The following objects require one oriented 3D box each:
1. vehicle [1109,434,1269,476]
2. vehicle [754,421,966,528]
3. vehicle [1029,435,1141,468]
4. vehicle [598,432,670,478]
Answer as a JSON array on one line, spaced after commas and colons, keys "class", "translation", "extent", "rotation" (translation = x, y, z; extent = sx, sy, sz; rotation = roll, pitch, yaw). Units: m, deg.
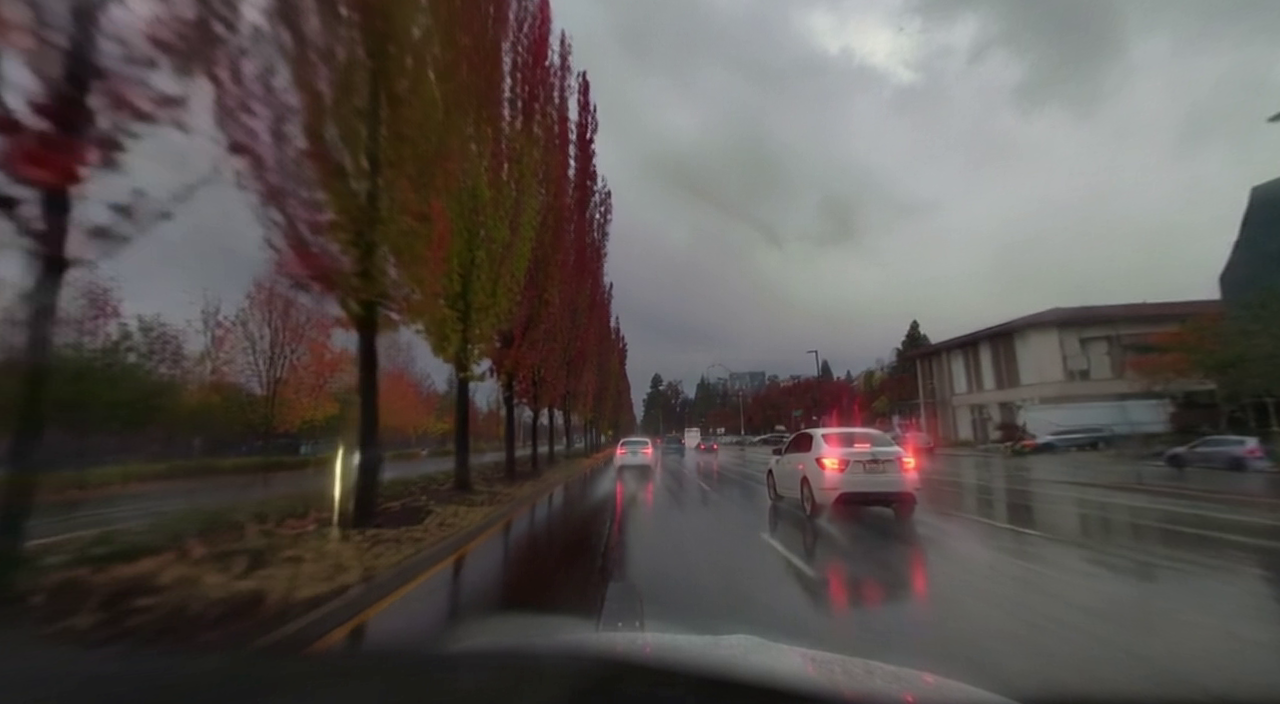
[{"class": "vehicle", "translation": [20.989, 3.960, 24.495], "extent": [1.890, 1.445, 4.805], "rotation": [0, -8, 0]}, {"class": "vehicle", "translation": [3.469, 2.028, 11.037], "extent": [2.094, 1.480, 4.323], "rotation": [0, -8, -1]}, {"class": "vehicle", "translation": [21.032, 4.717, 30.142], "extent": [1.890, 1.455, 4.592], "rotation": [0, -8, -2]}, {"class": "vehicle", "translation": [-0.202, 3.605, 22.333], "extent": [2.289, 1.471, 4.477], "rotation": [0, -8, 0]}]
